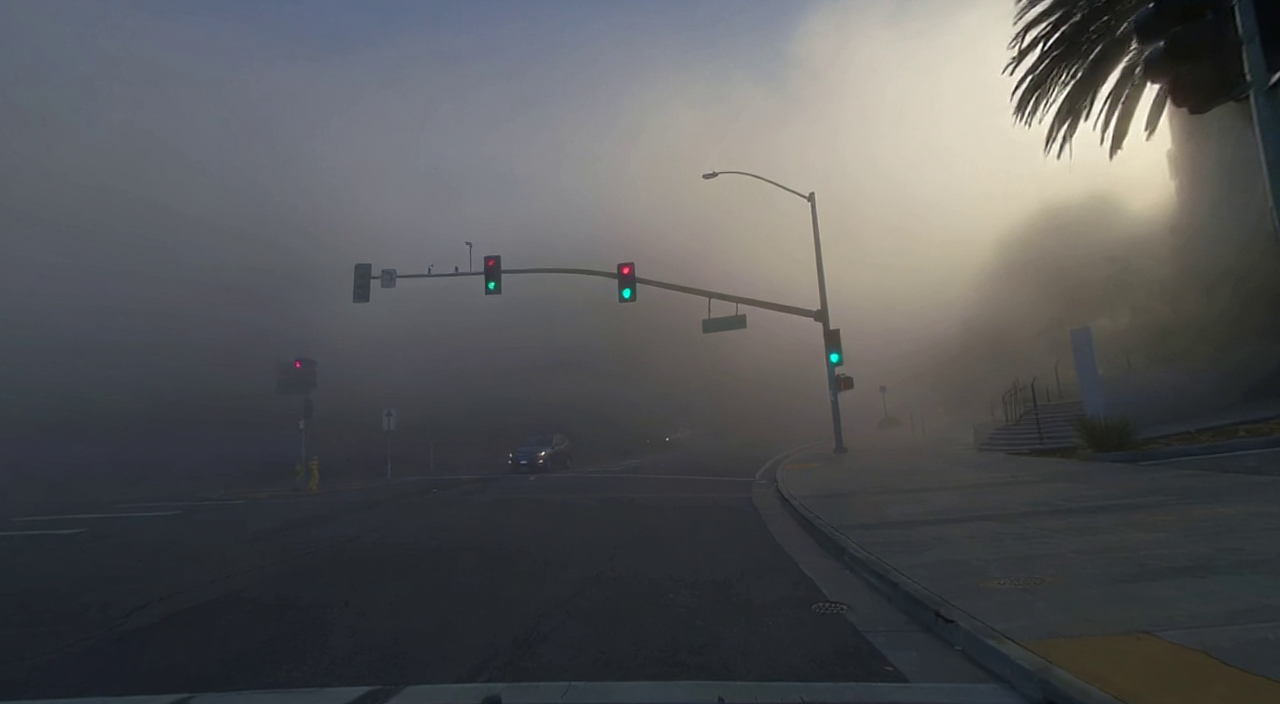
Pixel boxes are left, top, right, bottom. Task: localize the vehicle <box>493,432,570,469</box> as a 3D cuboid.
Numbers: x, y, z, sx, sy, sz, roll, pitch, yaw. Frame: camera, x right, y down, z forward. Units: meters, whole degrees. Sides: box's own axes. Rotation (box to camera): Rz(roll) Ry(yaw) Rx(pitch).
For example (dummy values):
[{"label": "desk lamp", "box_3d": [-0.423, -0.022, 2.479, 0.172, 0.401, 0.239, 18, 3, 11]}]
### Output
[{"label": "vehicle", "box_3d": [-5.657, 5.231, 33.660, 2.181, 1.792, 4.648, -3, -9, 16]}]
